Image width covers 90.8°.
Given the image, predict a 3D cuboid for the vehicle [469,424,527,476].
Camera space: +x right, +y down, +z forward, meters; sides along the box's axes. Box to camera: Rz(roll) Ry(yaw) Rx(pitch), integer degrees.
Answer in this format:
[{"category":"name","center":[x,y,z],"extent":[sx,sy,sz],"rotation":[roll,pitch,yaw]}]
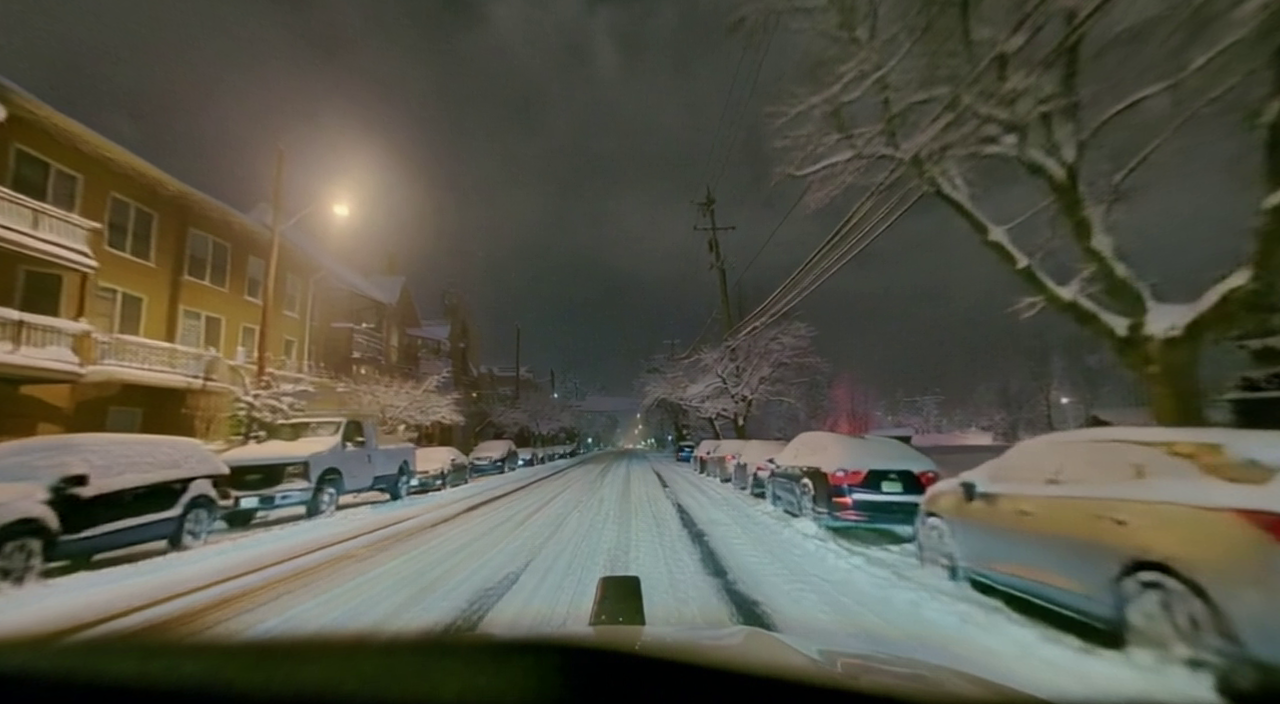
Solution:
[{"category":"vehicle","center":[-7.194,5.001,32.373],"extent":[1.889,2.463,4.142],"rotation":[0,-9,1]}]

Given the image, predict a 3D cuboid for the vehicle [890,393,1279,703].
[{"category":"vehicle","center":[3.688,1.194,4.275],"extent":[2.028,1.555,4.595],"rotation":[0,-9,-1]}]

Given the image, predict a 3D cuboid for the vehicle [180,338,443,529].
[{"category":"vehicle","center":[-7.515,2.064,15.839],"extent":[2.901,3.610,6.707],"rotation":[-3,-8,1]}]

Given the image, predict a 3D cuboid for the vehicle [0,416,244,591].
[{"category":"vehicle","center":[-7.695,1.909,8.434],"extent":[1.955,1.804,4.523],"rotation":[-3,-9,-1]}]

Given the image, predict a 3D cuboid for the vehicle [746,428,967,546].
[{"category":"vehicle","center":[3.346,2.195,11.038],"extent":[2.057,1.554,4.905],"rotation":[0,-9,-1]}]
